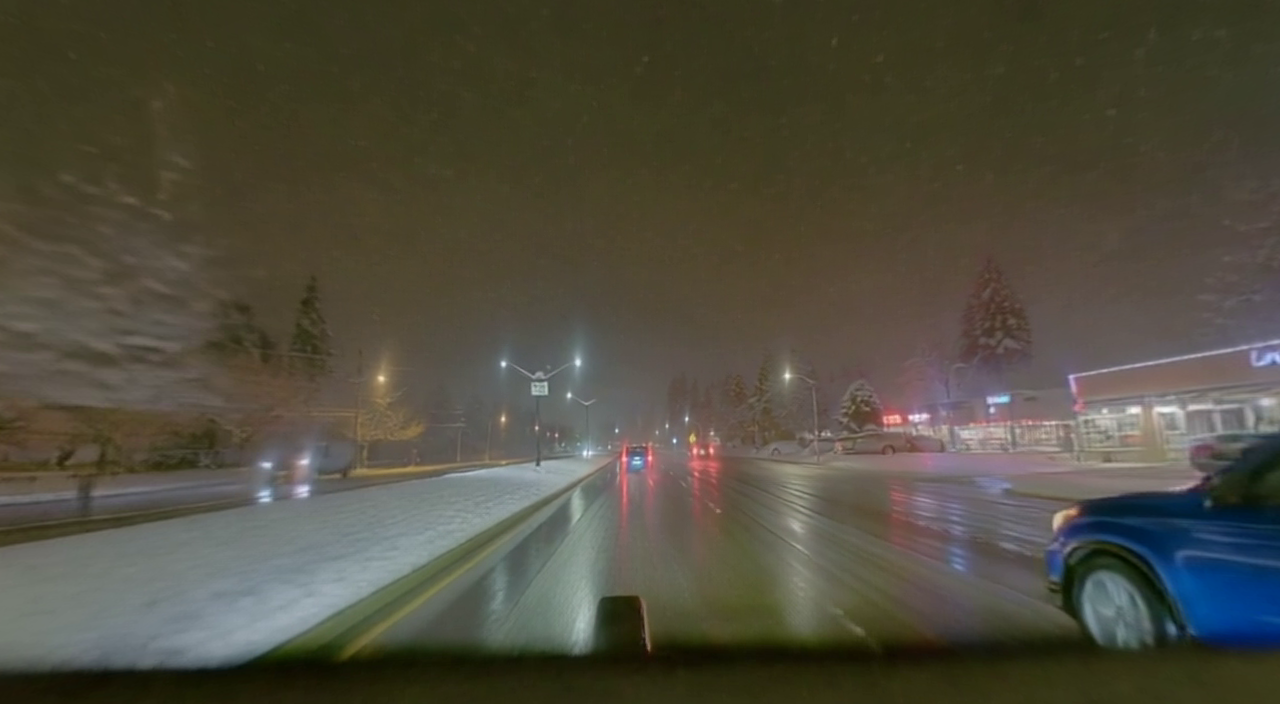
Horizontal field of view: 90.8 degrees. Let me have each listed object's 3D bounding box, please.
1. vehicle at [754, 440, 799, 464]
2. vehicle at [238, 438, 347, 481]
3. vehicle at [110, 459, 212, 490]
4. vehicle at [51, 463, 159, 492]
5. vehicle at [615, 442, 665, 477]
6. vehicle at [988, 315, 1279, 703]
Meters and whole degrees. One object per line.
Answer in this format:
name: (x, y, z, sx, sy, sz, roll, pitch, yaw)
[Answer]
vehicle: (10.142, 7.456, 47.262, 2.079, 1.716, 4.771, 0, -9, -2)
vehicle: (-16.994, 5.268, 31.330, 2.195, 1.911, 5.549, 0, -9, 0)
vehicle: (-29.064, 7.418, 38.418, 4.420, 1.628, 2.137, -1, -9, -1)
vehicle: (-30.136, 7.049, 35.655, 4.309, 1.468, 2.014, -1, -9, 2)
vehicle: (-0.013, 4.864, 28.871, 2.126, 1.475, 3.967, 0, -9, -1)
vehicle: (3.200, 0.653, 1.587, 2.110, 1.698, 4.397, 0, -9, 0)
